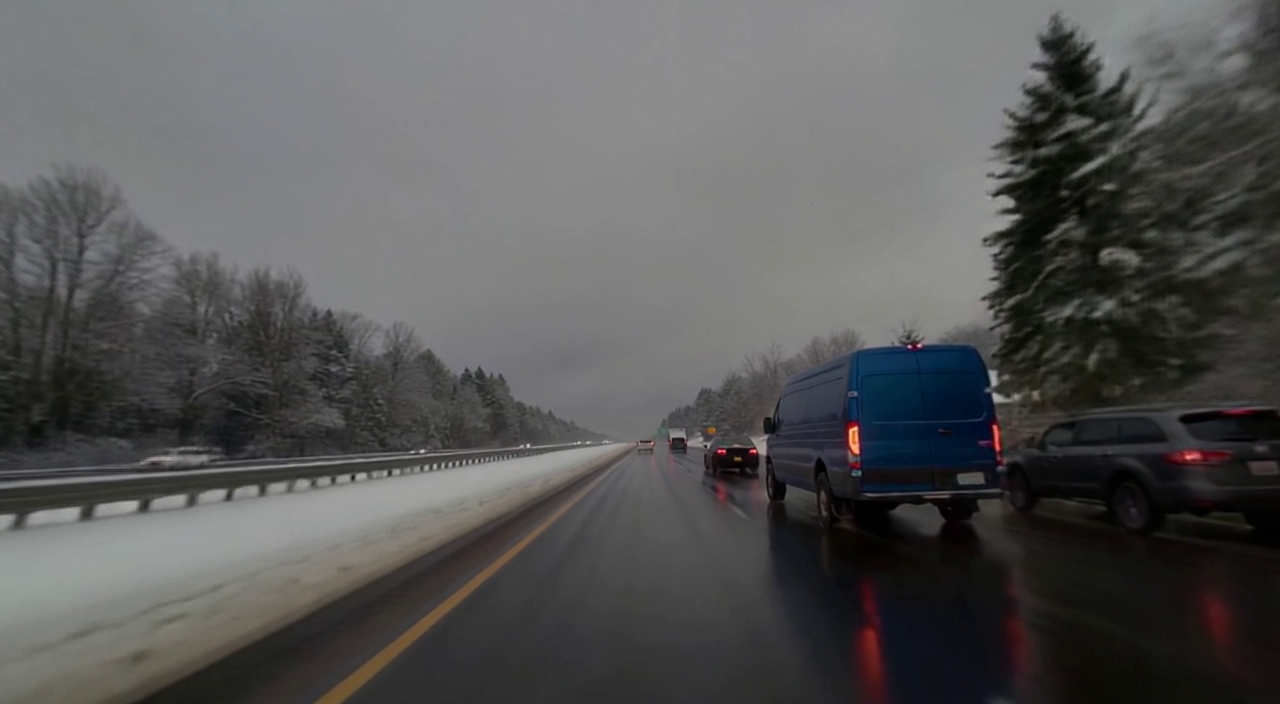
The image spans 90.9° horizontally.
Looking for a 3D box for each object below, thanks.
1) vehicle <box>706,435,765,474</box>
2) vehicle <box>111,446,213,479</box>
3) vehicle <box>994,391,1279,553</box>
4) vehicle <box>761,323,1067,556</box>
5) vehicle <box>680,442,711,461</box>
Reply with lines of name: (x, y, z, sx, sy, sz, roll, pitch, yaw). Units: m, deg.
vehicle: (4.401, 4.787, 29.661, 2.034, 1.651, 4.342, 0, -8, -1)
vehicle: (-28.081, 6.457, 37.292, 2.108, 1.792, 4.957, 0, -8, 1)
vehicle: (7.995, 1.752, 9.820, 2.212, 1.902, 4.654, 0, -8, 0)
vehicle: (3.699, 1.417, 10.255, 2.302, 2.670, 5.912, 0, -8, 1)
vehicle: (4.271, 7.752, 49.342, 2.050, 1.448, 4.123, 0, -8, 0)
